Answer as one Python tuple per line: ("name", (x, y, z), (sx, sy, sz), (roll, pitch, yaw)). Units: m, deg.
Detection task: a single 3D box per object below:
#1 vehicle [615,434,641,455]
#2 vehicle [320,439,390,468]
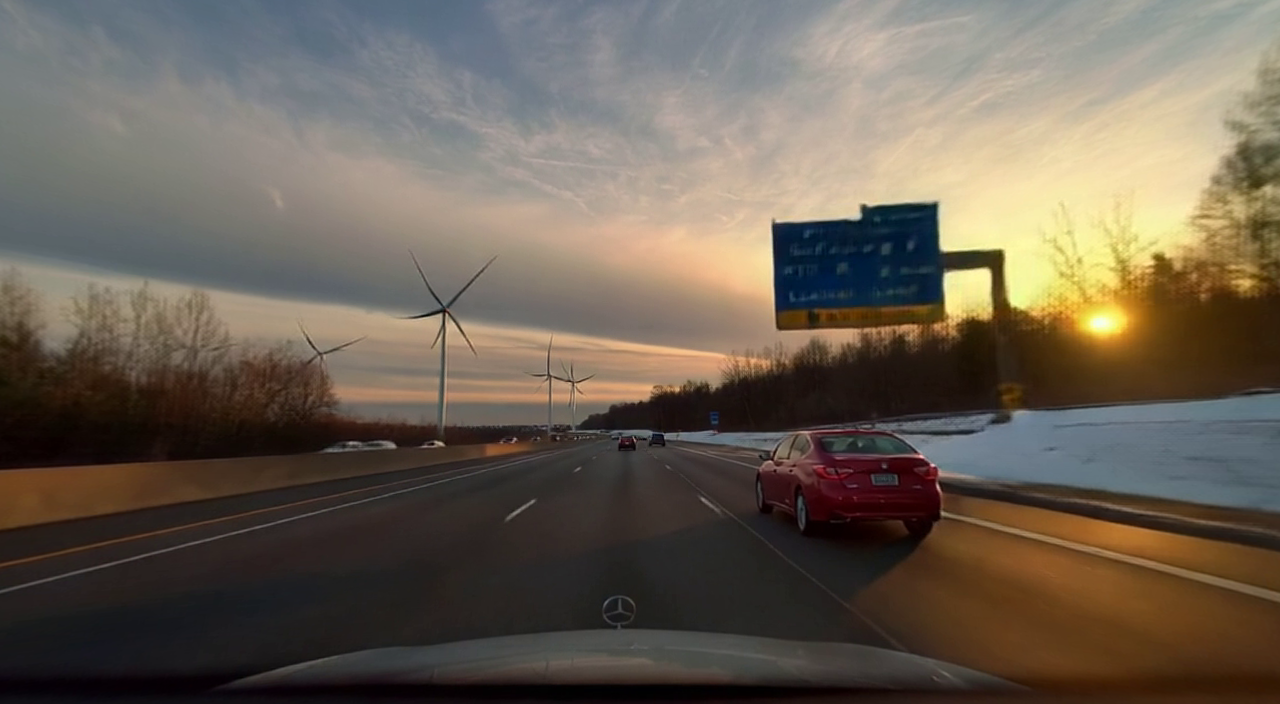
("vehicle", (-0.916, 6.945, 47.325), (1.892, 1.496, 3.575), (0, -8, -2))
("vehicle", (-16.580, 5.891, 36.861), (1.917, 1.534, 4.822), (0, -8, 0))
